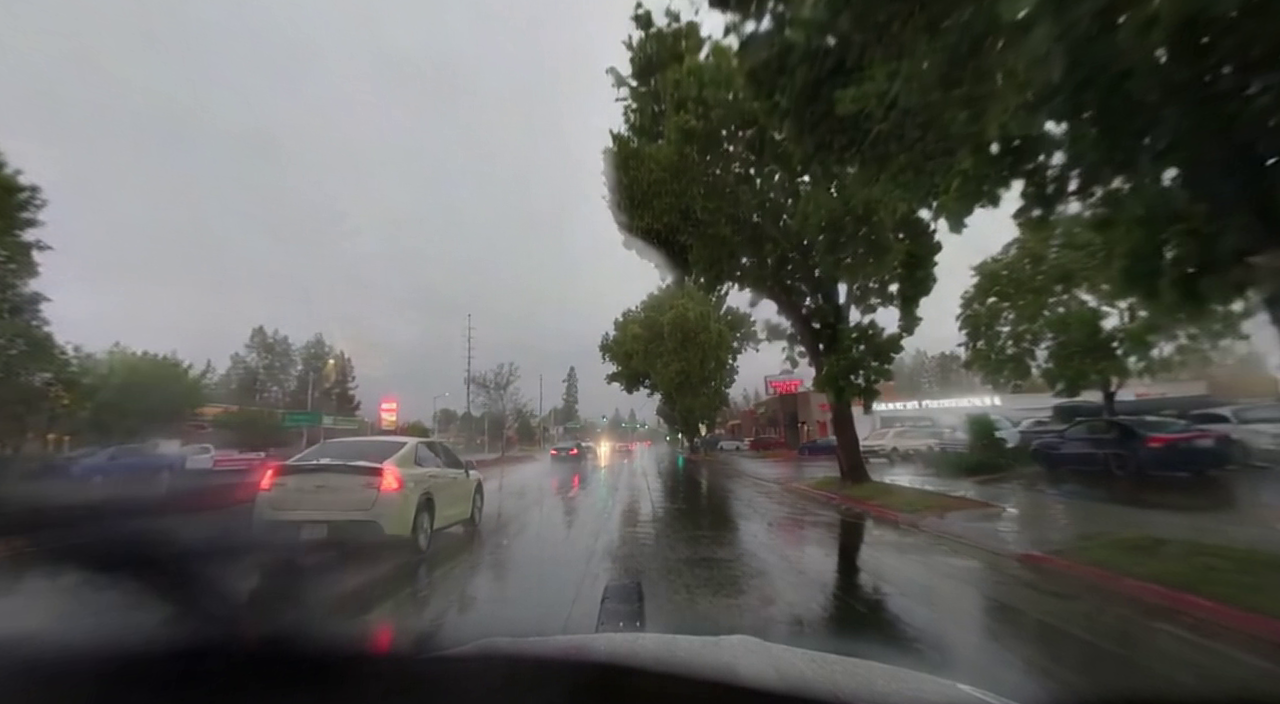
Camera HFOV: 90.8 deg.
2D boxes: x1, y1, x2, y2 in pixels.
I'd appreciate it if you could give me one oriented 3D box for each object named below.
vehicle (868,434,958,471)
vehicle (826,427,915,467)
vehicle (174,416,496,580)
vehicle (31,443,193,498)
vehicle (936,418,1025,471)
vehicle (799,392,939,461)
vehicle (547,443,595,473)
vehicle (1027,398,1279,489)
[{"bbox_3d":[12.311,4.476,28.374,2.090,1.501,4.732,-8,-12,43],"label":"vehicle"},{"bbox_3d":[11.880,4.875,32.338,5.297,1.843,2.097,8,-12,-44],"label":"vehicle"},{"bbox_3d":[-3.651,1.838,8.795,2.126,1.655,4.560,0,-9,1],"label":"vehicle"},{"bbox_3d":[-25.524,5.690,31.048,2.214,2.238,6.591,-4,-9,1],"label":"vehicle"},{"bbox_3d":[14.797,4.001,27.358,2.031,2.064,4.681,-9,-12,43],"label":"vehicle"},{"bbox_3d":[15.547,5.161,43.407,8.300,4.310,2.832,-2,-9,1],"label":"vehicle"},{"bbox_3d":[-3.573,5.551,33.324,1.955,1.461,4.396,0,-9,1],"label":"vehicle"},{"bbox_3d":[12.688,2.344,16.154,2.222,1.922,5.164,0,-9,0],"label":"vehicle"}]
